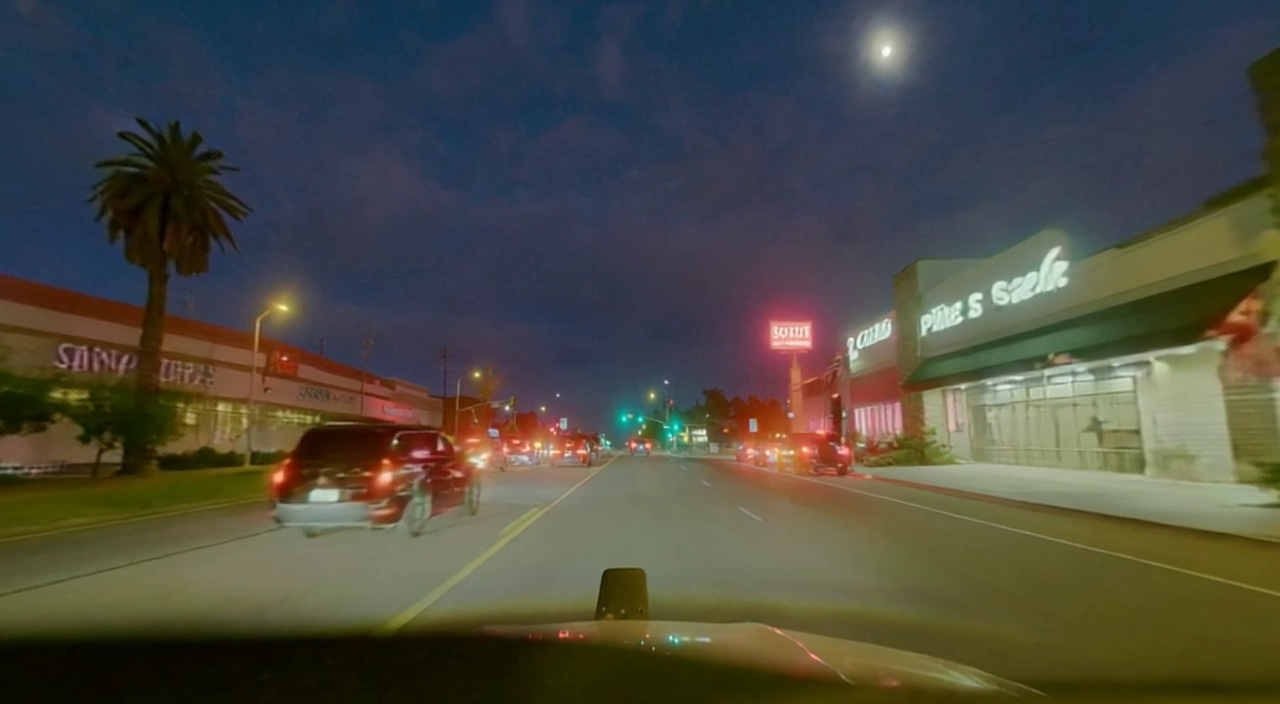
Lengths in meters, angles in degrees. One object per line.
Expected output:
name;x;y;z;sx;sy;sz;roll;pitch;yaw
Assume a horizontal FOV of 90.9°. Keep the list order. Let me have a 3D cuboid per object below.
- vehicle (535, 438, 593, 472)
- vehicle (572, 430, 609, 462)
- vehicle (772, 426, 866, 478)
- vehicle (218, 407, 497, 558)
vehicle;-3.458;4.798;29.646;2.044;1.462;4.624;0;-8;1
vehicle;-3.216;6.249;41.907;2.158;2.040;4.511;0;-8;0
vehicle;7.431;4.245;26.947;2.256;1.936;5.838;0;-8;0
vehicle;-3.573;1.741;9.027;2.024;1.636;4.121;0;-8;1
